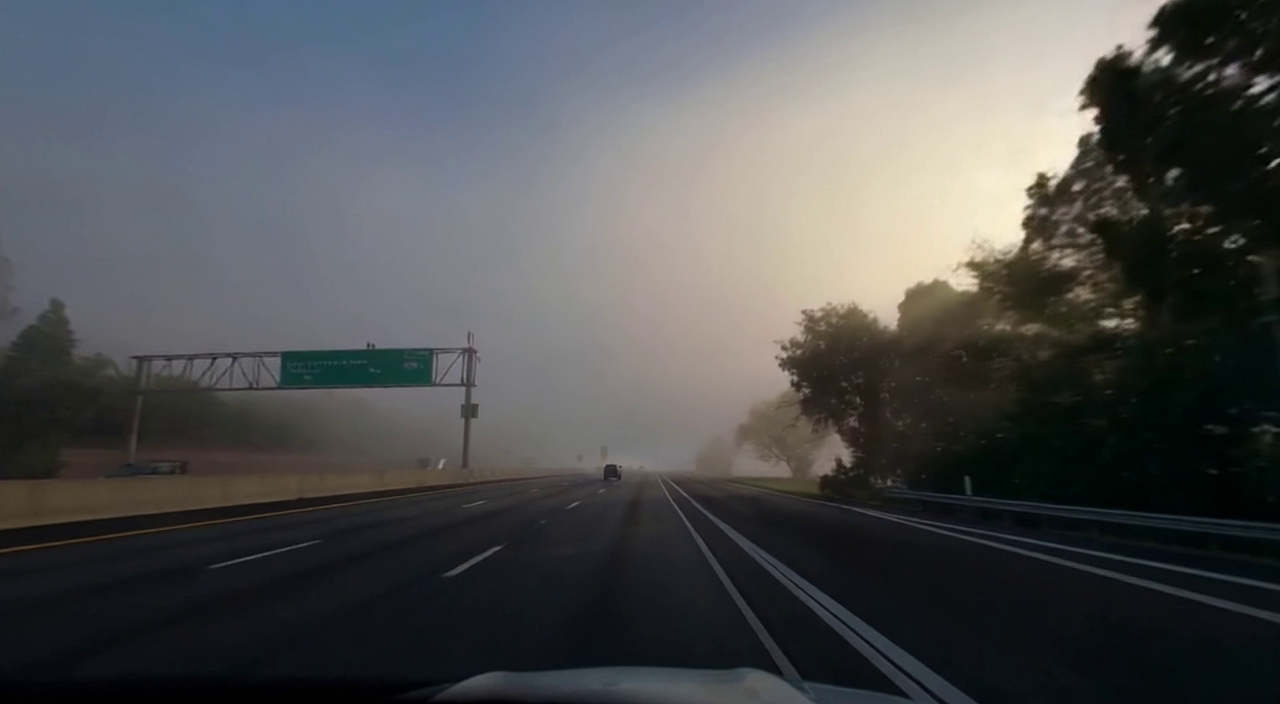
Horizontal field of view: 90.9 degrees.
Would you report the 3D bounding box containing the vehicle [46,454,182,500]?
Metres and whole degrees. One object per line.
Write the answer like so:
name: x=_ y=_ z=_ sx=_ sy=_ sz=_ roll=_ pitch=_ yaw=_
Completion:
vehicle: x=-22.467 y=5.360 z=27.200 sx=1.906 sy=1.774 sz=4.441 roll=1 pitch=-10 yaw=1
